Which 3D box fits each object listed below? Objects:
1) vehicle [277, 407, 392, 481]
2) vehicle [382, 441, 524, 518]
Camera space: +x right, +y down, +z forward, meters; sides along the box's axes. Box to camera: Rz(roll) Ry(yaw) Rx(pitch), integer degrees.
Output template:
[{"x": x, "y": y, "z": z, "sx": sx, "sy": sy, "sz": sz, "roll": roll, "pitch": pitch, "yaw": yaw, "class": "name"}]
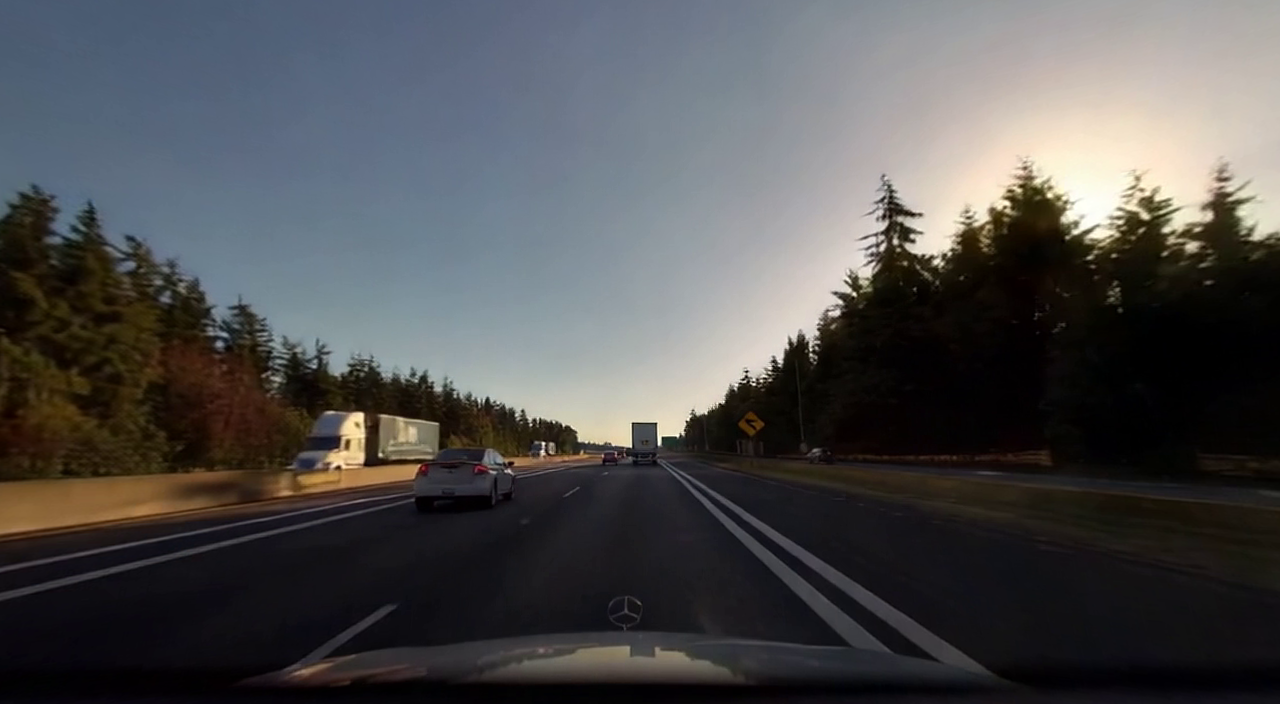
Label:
[{"x": -16.883, "y": 5.171, "z": 35.408, "sx": 3.349, "sy": 3.800, "sz": 5.837, "roll": 0, "pitch": -9, "yaw": 0, "class": "vehicle"}, {"x": -4.063, "y": 2.822, "z": 14.477, "sx": 1.945, "sy": 1.488, "sz": 4.043, "roll": 0, "pitch": -9, "yaw": 1, "class": "vehicle"}]
